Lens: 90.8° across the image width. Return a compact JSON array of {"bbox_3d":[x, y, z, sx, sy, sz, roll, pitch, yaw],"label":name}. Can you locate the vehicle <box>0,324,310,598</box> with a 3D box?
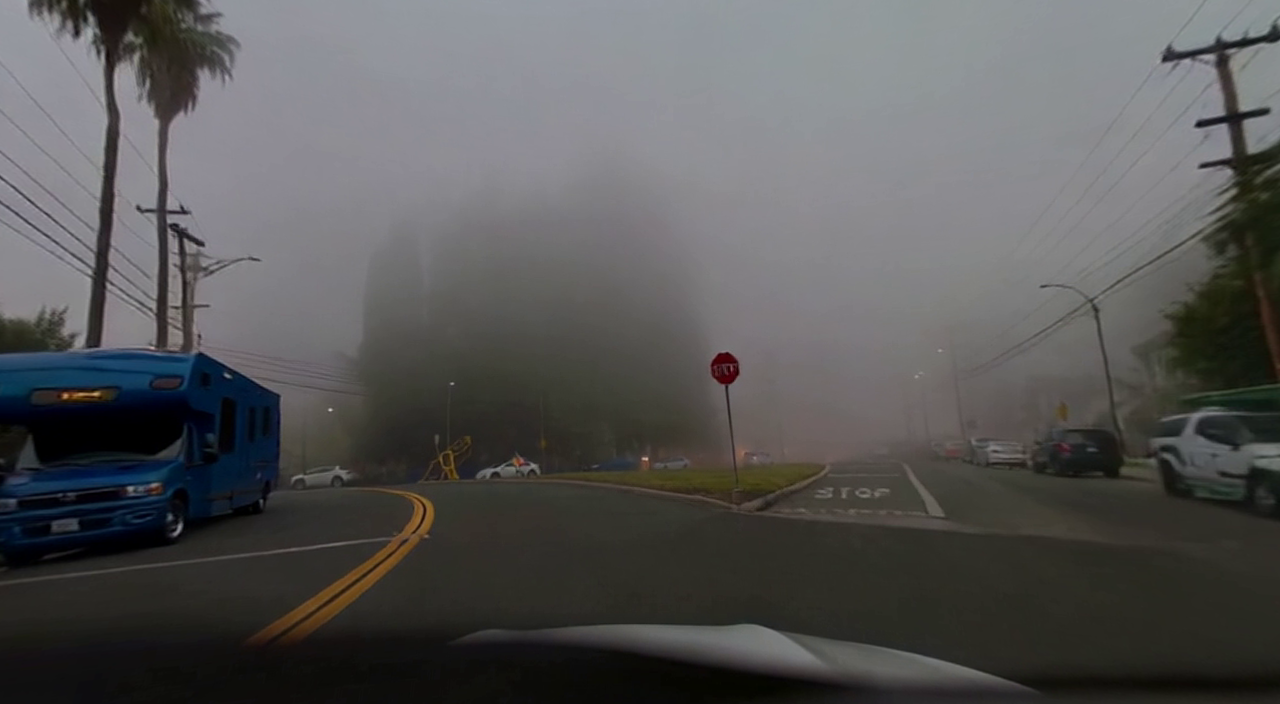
[{"bbox_3d":[-10.145,2.053,14.153,3.216,3.720,11.364,1,-6,-20],"label":"vehicle"}]

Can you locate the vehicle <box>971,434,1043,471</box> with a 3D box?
[{"bbox_3d":[18.864,5.133,32.661,2.016,1.687,4.272,-2,-6,14],"label":"vehicle"}]

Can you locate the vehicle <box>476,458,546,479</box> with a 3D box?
[{"bbox_3d":[-9.563,8.695,47.049,4.966,1.377,1.739,1,-7,-7],"label":"vehicle"}]

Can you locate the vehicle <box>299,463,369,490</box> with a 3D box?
[{"bbox_3d":[-23.162,9.399,47.821,4.586,1.784,1.890,-2,-6,17],"label":"vehicle"}]

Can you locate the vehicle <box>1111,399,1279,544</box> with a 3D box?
[{"bbox_3d":[10.539,1.784,10.606,2.508,1.887,5.930,-3,-6,20],"label":"vehicle"}]

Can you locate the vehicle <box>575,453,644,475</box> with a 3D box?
[{"bbox_3d":[-2.325,8.565,48.582,4.952,1.472,1.837,2,-7,-20],"label":"vehicle"}]

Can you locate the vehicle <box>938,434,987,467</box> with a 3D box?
[{"bbox_3d":[21.545,6.538,42.400,1.974,1.894,4.810,-3,-6,17],"label":"vehicle"}]

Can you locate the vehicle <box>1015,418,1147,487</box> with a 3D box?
[{"bbox_3d":[15.186,3.387,22.172,2.451,2.076,4.928,-3,-6,19],"label":"vehicle"}]
